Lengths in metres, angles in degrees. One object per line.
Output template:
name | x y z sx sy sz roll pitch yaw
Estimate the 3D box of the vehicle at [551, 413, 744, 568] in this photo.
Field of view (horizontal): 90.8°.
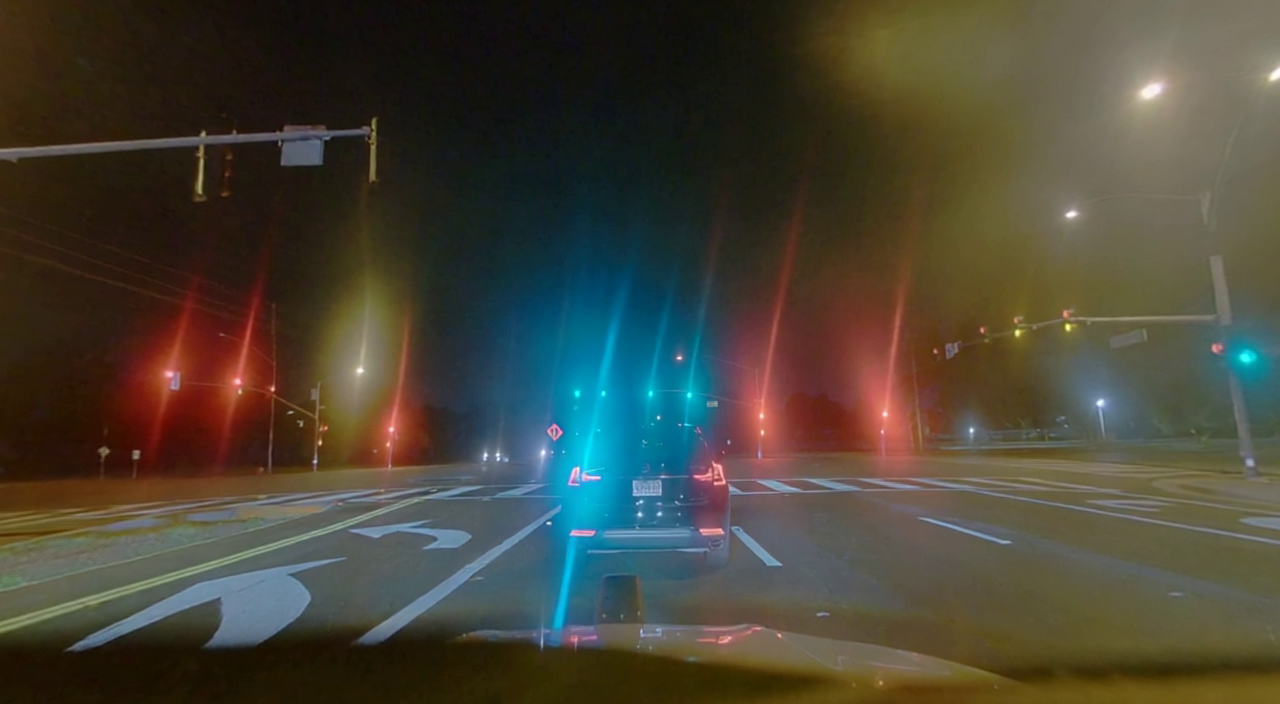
vehicle | 0.044 1.755 8.712 2.027 1.626 3.942 0 -8 -1
